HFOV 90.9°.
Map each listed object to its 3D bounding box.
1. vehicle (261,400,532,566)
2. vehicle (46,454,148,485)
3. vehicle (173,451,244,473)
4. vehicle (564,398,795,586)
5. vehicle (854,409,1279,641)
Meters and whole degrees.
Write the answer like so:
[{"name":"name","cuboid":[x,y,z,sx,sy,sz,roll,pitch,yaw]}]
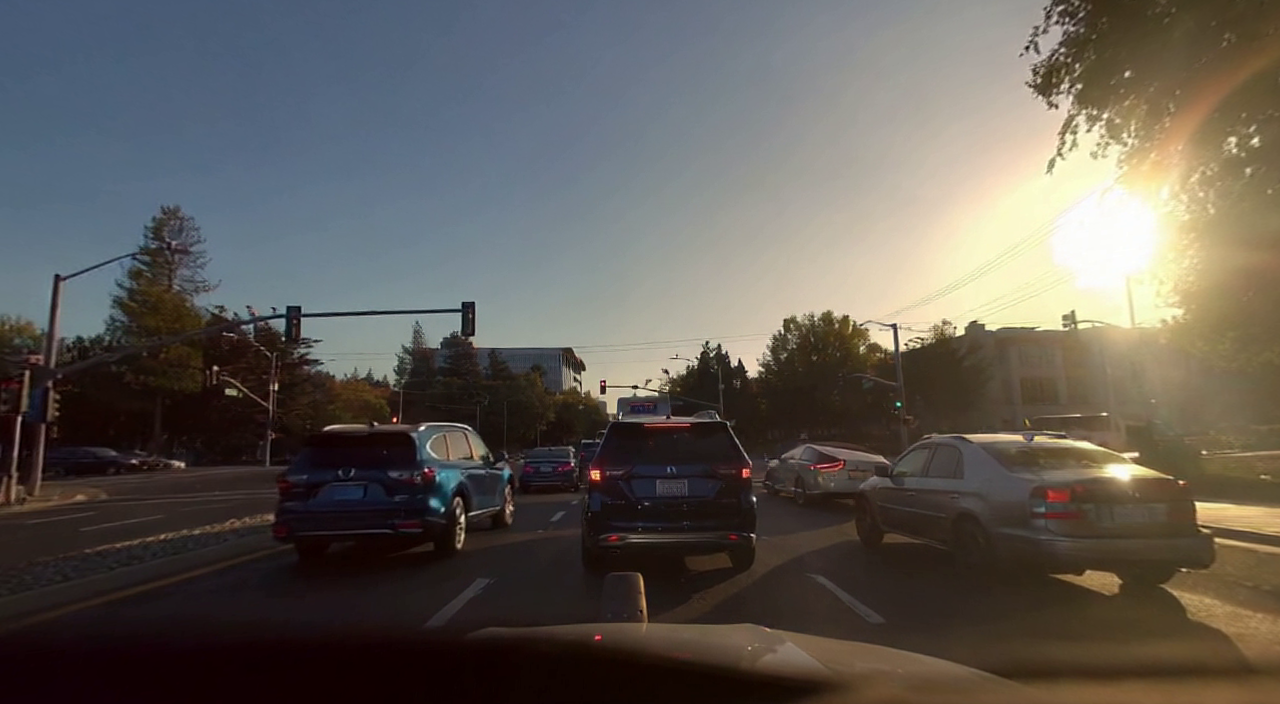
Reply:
[{"name":"vehicle","cuboid":[-3.113,1.815,9.492,2.054,1.814,4.941,0,-8,1]},{"name":"vehicle","cuboid":[-31.209,6.746,36.302,4.395,1.636,1.926,-1,-9,9]},{"name":"vehicle","cuboid":[-32.726,8.332,47.887,4.067,1.593,1.810,-1,-8,3]},{"name":"vehicle","cuboid":[0.387,1.652,8.222,2.172,1.764,4.338,0,-8,0]},{"name":"vehicle","cuboid":[3.914,1.493,6.435,1.954,1.592,3.992,0,-8,-1]}]
